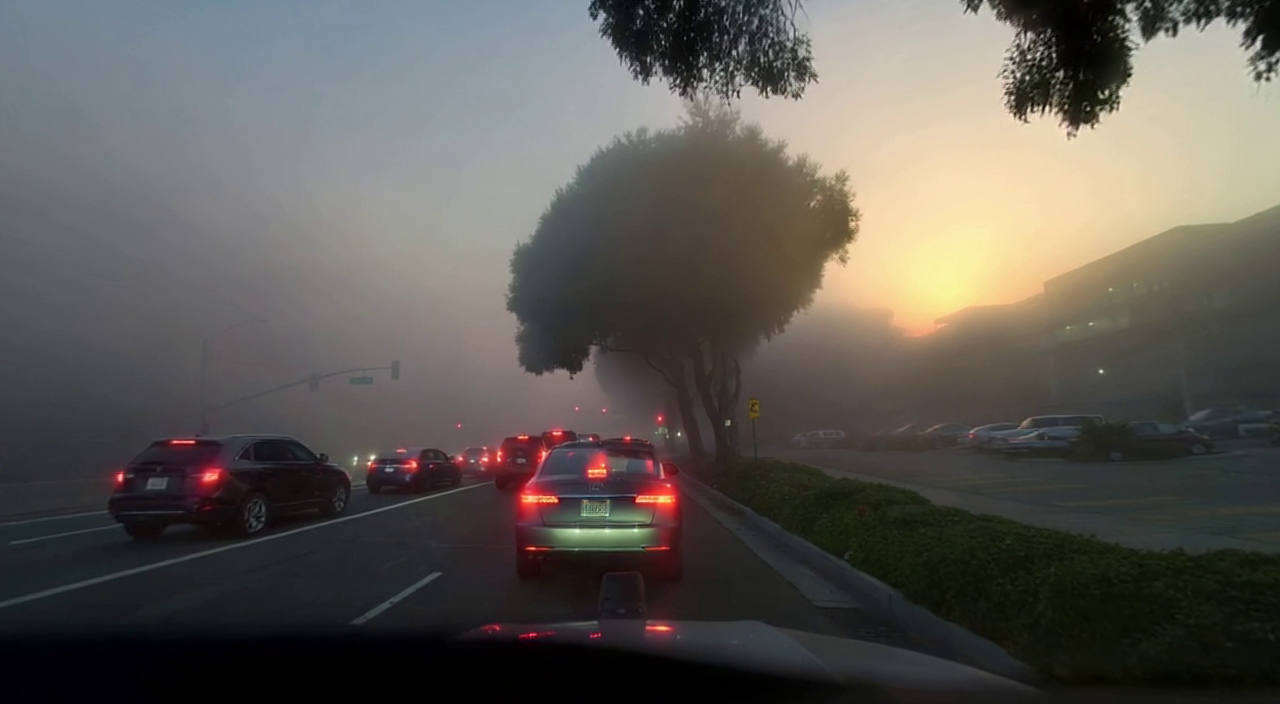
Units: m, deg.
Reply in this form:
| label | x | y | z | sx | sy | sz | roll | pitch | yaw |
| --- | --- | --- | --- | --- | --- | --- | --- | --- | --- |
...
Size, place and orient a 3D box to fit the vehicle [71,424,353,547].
| label | x | y | z | sx | sy | sz | roll | pitch | yaw |
| --- | --- | --- | --- | --- | --- | --- | --- | --- | --- |
| vehicle | -7.302 | 2.286 | 11.491 | 2.068 | 1.784 | 4.224 | 0 | -9 | 1 |

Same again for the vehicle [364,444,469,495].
| label | x | y | z | sx | sy | sz | roll | pitch | yaw |
| --- | --- | --- | --- | --- | --- | --- | --- | --- | --- |
| vehicle | -7.341 | 3.880 | 21.263 | 1.851 | 1.532 | 4.279 | 0 | -9 | 2 |

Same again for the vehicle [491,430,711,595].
| label | x | y | z | sx | sy | sz | roll | pitch | yaw |
| --- | --- | --- | --- | --- | --- | --- | --- | --- | --- |
| vehicle | -0.374 | 1.818 | 8.011 | 2.066 | 1.544 | 3.954 | 0 | -9 | 0 |
